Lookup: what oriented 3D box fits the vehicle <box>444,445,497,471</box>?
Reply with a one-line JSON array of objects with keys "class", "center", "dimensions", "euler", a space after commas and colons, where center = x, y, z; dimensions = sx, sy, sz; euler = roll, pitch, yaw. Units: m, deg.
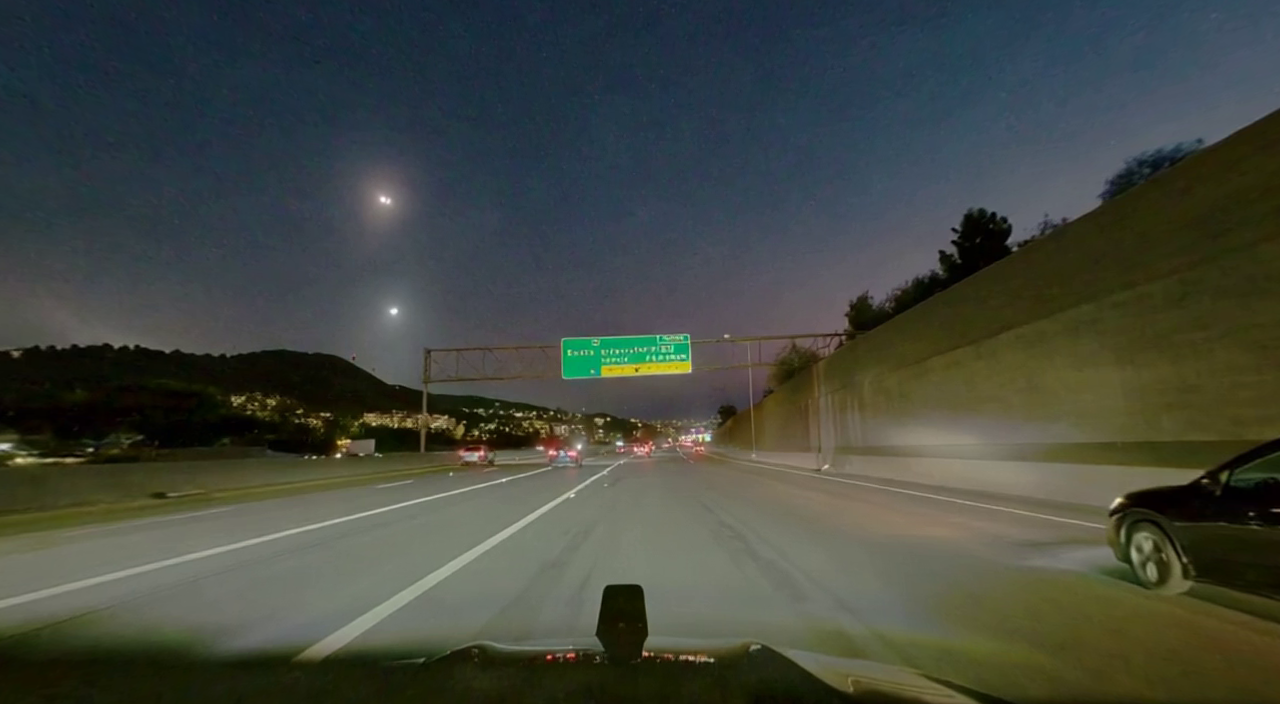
[{"class": "vehicle", "center": [-10.828, 6.773, 40.564], "dimensions": [2.015, 1.506, 4.386], "euler": [-1, -8, 2]}]

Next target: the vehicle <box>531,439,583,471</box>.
[{"class": "vehicle", "center": [-5.079, 6.395, 39.423], "dimensions": [2.172, 1.824, 5.031], "euler": [-1, -8, 5]}]

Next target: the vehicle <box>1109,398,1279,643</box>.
[{"class": "vehicle", "center": [5.358, 1.028, 3.517], "dimensions": [2.122, 1.646, 4.491], "euler": [-1, -8, 2]}]
